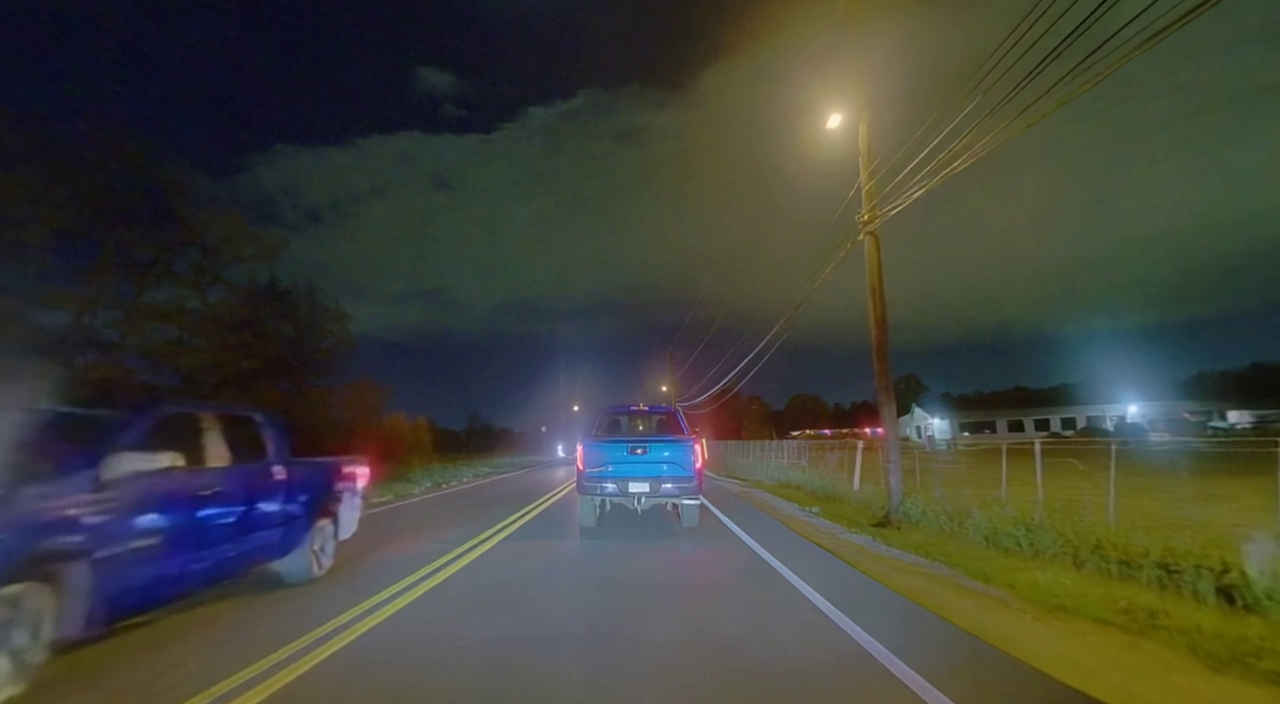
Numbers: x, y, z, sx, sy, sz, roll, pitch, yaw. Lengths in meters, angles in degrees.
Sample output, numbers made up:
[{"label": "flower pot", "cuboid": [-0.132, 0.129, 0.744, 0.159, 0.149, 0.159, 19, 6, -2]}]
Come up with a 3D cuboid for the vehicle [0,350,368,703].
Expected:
[{"label": "vehicle", "cuboid": [-4.132, 1.156, 4.643, 2.193, 1.805, 4.657, 0, -8, 0]}]

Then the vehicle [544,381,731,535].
[{"label": "vehicle", "cuboid": [-0.081, 1.962, 12.161, 2.693, 2.223, 5.885, 0, -8, -1]}]
